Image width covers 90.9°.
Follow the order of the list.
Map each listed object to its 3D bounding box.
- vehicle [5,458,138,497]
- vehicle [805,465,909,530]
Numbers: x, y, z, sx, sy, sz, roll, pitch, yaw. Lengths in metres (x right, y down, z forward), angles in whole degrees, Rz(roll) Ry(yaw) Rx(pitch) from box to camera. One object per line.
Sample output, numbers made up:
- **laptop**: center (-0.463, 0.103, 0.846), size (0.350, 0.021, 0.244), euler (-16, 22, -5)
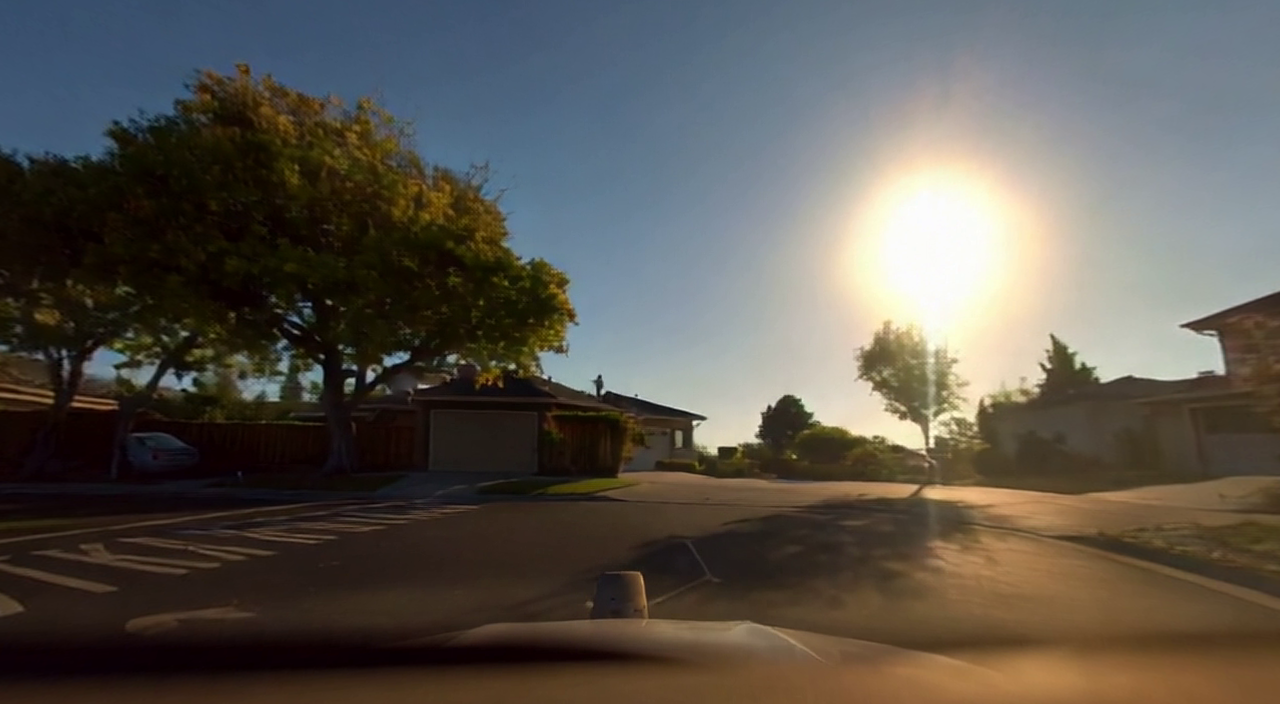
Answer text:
- **vehicle**: center (-27.522, 6.140, 30.735), size (2.019, 1.697, 4.310), euler (0, -12, 8)
- **vehicle**: center (6.158, 4.133, 18.449), size (1.860, 1.477, 4.629), euler (-1, -9, 6)
